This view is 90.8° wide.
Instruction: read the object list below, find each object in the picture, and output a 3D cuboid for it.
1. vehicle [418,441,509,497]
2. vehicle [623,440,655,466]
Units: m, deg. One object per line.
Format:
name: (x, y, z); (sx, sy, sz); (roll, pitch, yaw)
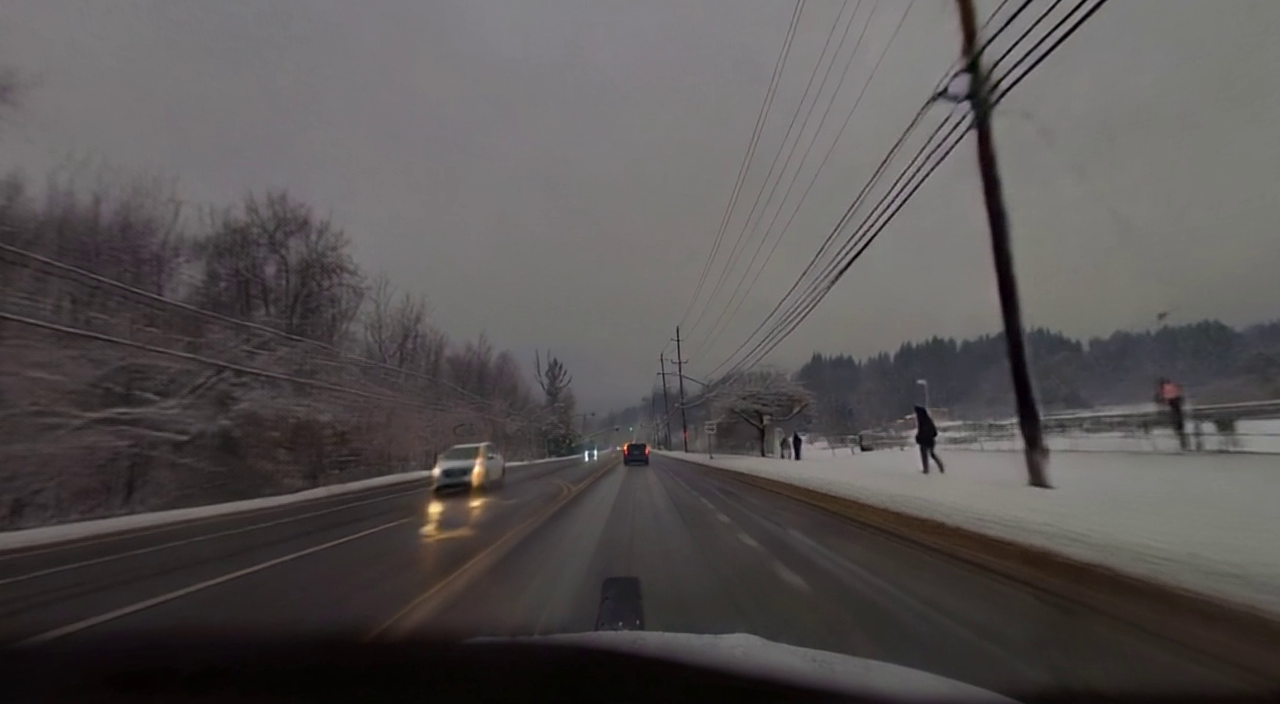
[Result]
vehicle: (-6.011, 3.997, 22.062); (1.960, 1.704, 4.229); (-1, -8, 0)
vehicle: (-0.094, 7.121, 44.673); (2.163, 1.746, 4.073); (-1, -8, 0)
